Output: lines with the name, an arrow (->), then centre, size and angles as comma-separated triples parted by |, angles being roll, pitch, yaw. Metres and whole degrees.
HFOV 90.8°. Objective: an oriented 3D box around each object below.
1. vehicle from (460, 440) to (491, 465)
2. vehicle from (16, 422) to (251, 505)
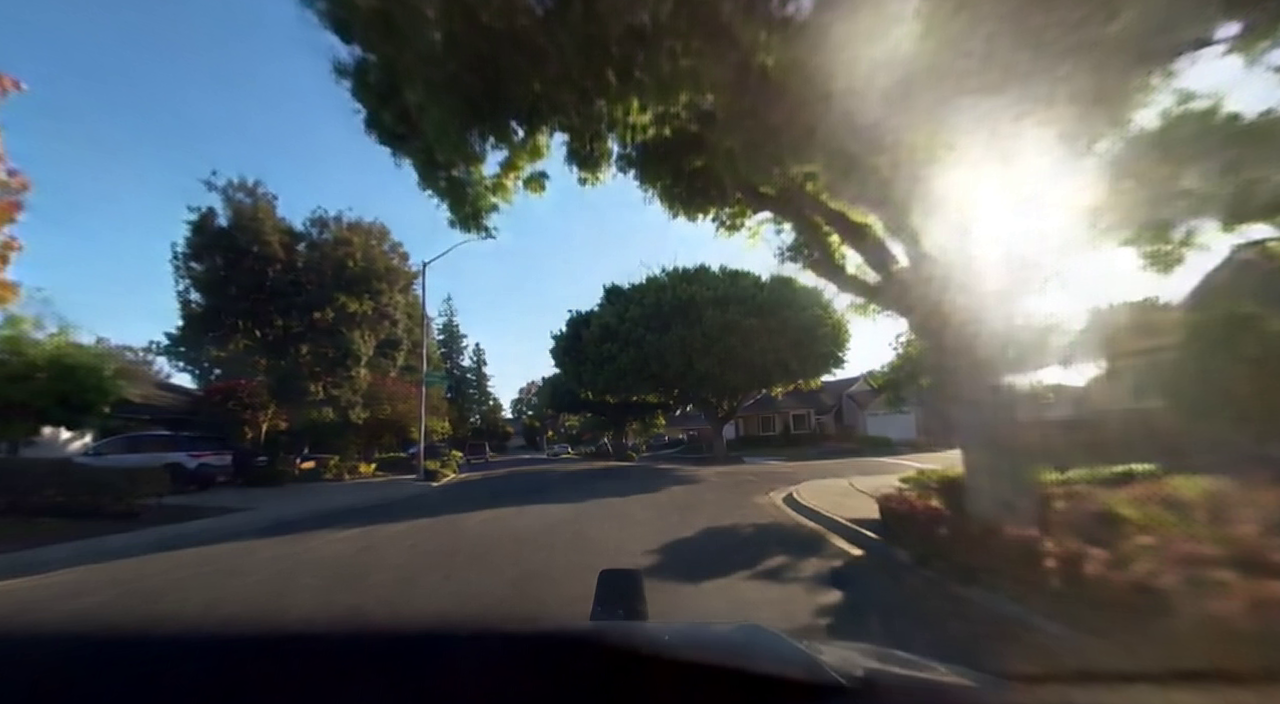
vehicle -> -12.495, 7.607, 48.019 | 2.152, 1.826, 4.725 | 2, -9, -14
vehicle -> -14.732, 3.293, 18.899 | 5.045, 1.835, 2.315 | -1, -10, -25
